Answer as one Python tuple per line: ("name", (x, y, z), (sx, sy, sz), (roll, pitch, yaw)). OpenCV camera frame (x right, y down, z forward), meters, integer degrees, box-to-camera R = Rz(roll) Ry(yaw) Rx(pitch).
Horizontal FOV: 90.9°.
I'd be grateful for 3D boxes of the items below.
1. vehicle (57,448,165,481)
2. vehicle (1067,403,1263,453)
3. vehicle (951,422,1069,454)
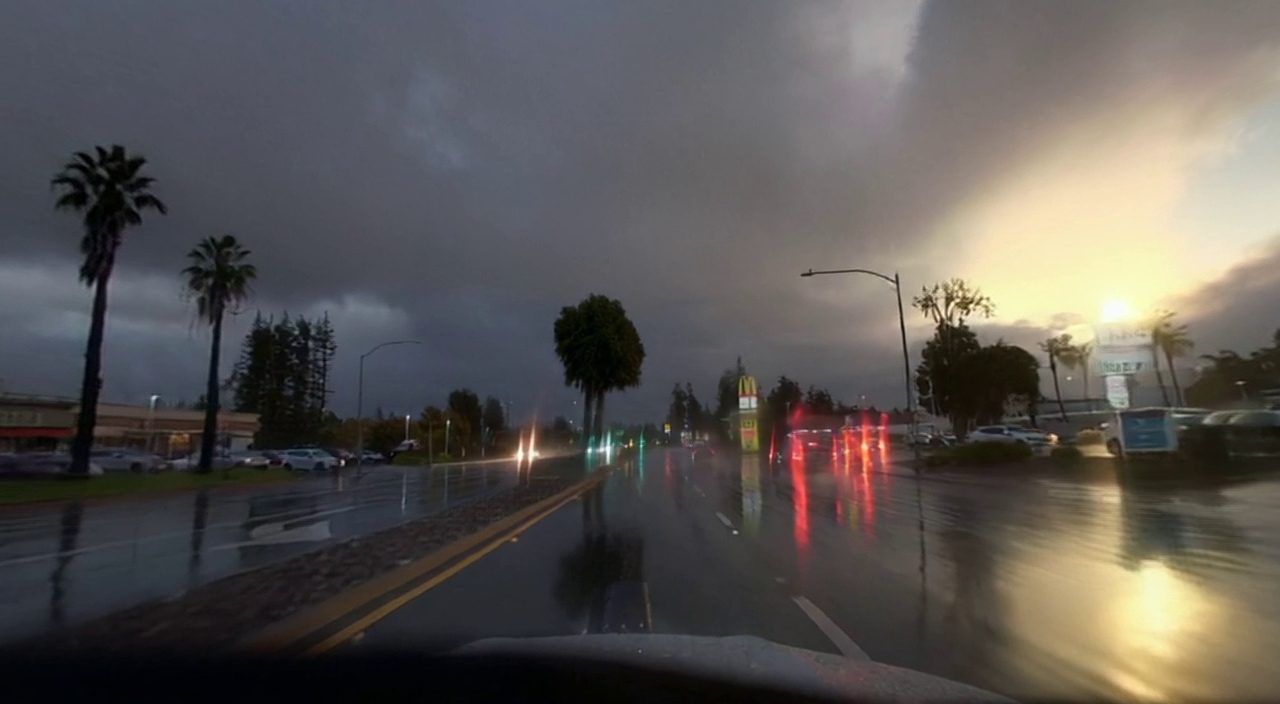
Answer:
("vehicle", (-27.864, 5.901, 33.408), (2.067, 1.563, 4.043), (-1, -8, 4))
("vehicle", (19.228, 2.855, 23.333), (5.123, 1.730, 2.183), (-1, -8, 3))
("vehicle", (18.654, 4.353, 31.945), (4.691, 1.545, 1.900), (-1, -8, 4))
